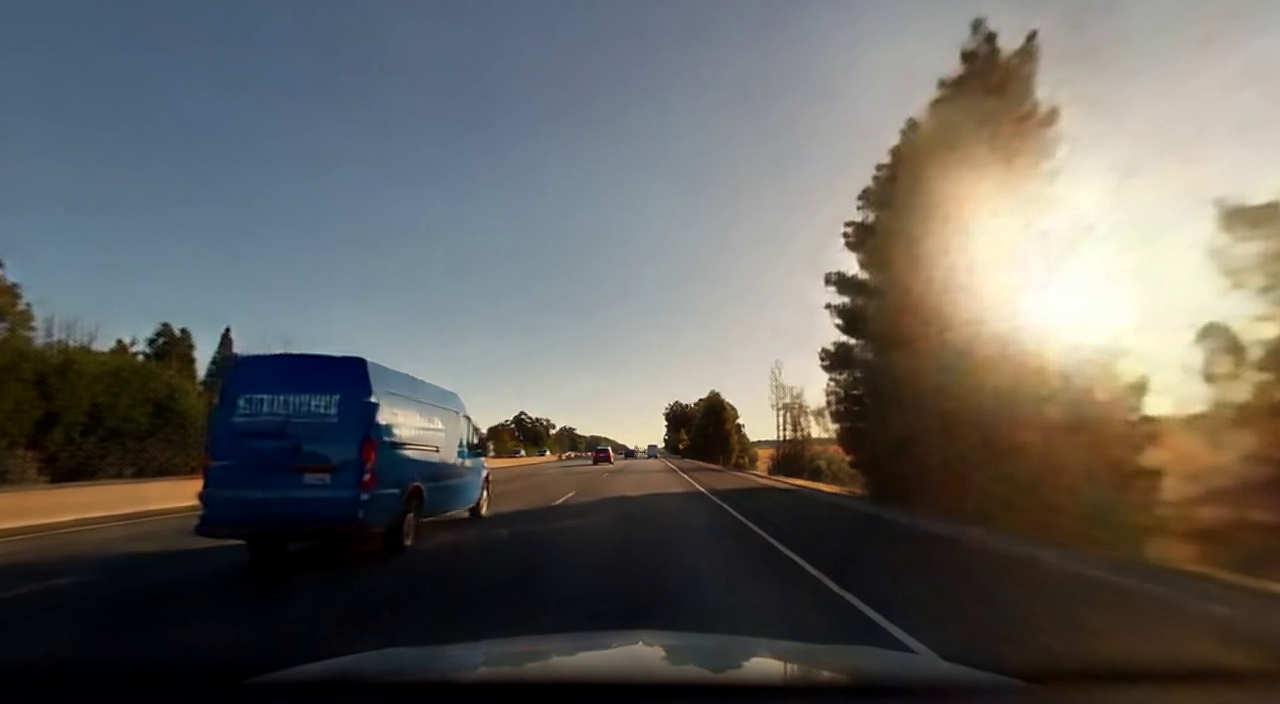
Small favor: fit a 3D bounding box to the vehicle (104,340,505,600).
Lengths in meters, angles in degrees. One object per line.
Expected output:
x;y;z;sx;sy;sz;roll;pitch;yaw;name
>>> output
-3.610;1.446;8.428;2.360;2.367;5.223;0;-9;1;vehicle
